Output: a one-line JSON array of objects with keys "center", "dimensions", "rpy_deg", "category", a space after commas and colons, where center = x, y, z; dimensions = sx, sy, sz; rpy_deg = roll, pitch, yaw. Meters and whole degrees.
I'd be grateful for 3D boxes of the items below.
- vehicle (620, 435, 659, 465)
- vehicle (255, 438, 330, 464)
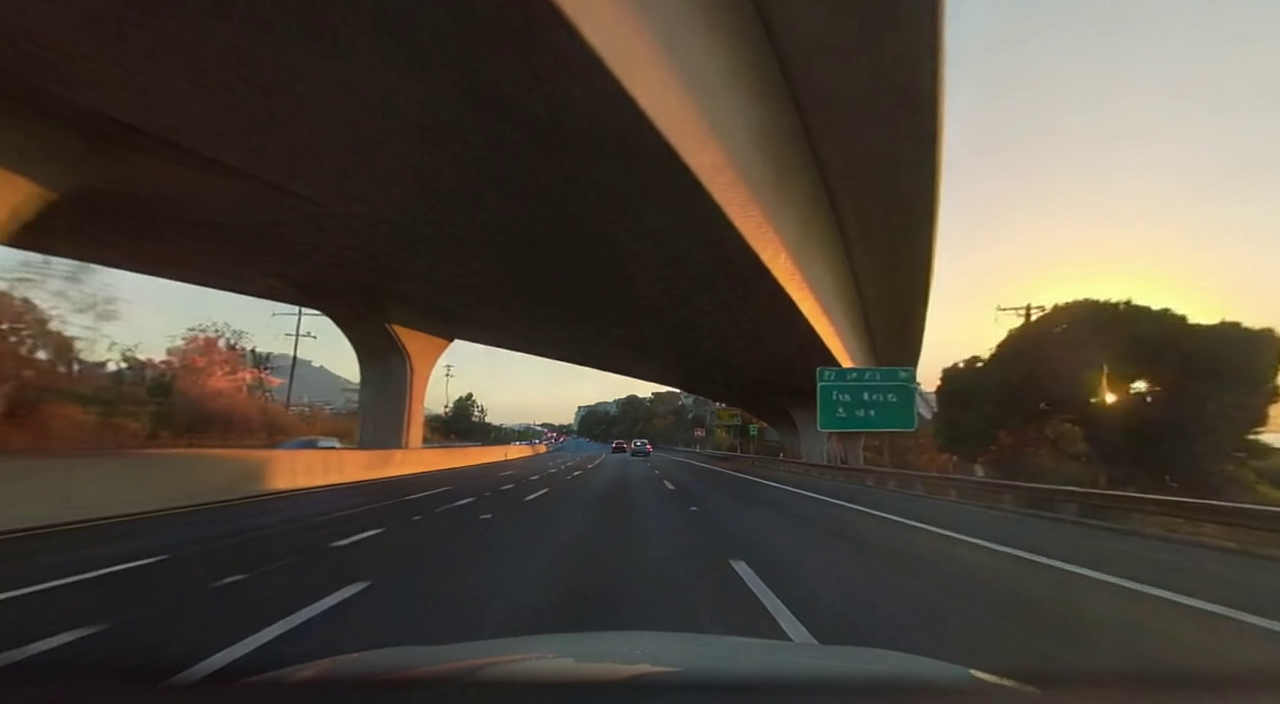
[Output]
[{"center": [-0.104, 6.615, 42.653], "dimensions": [2.431, 1.916, 4.808], "rpy_deg": [0, -8, -3], "category": "vehicle"}, {"center": [-21.293, 6.093, 38.897], "dimensions": [1.977, 1.487, 4.720], "rpy_deg": [0, -9, -1], "category": "vehicle"}]
